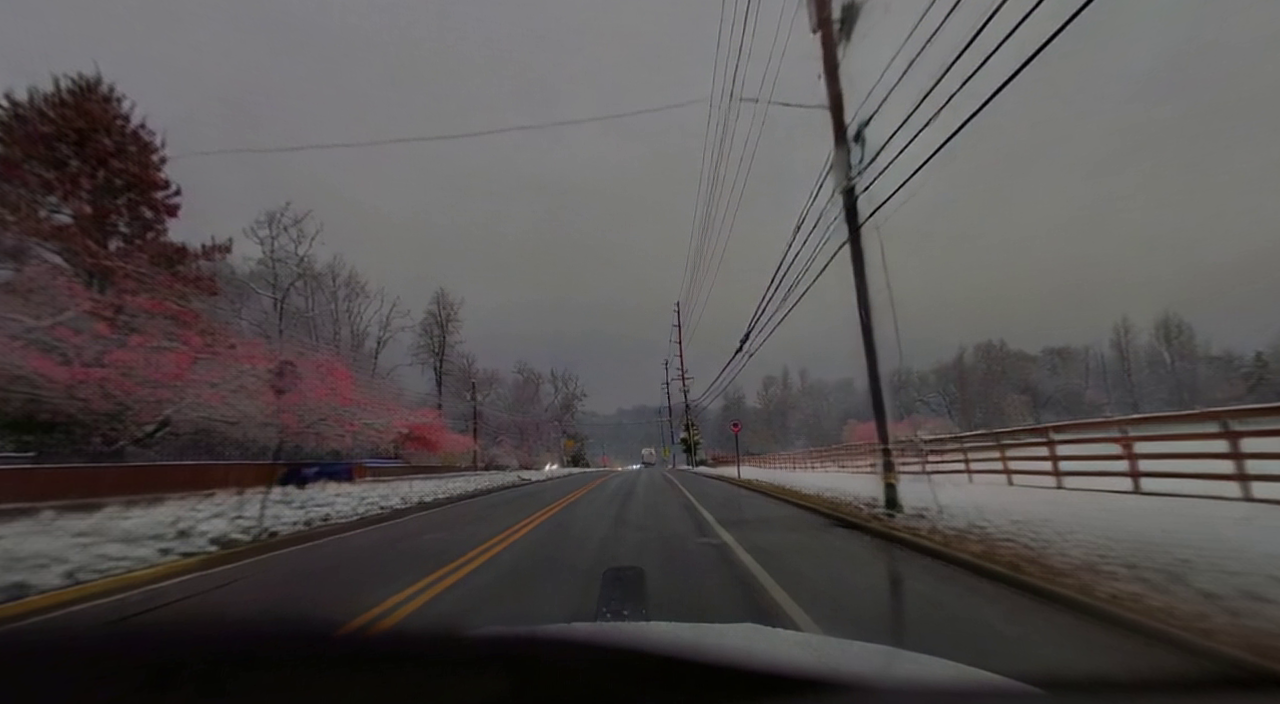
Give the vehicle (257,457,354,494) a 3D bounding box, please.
[{"bbox_3d":[-15.192,5.596,28.958,1.839,1.447,4.585,0,-8,1],"label":"vehicle"}]
